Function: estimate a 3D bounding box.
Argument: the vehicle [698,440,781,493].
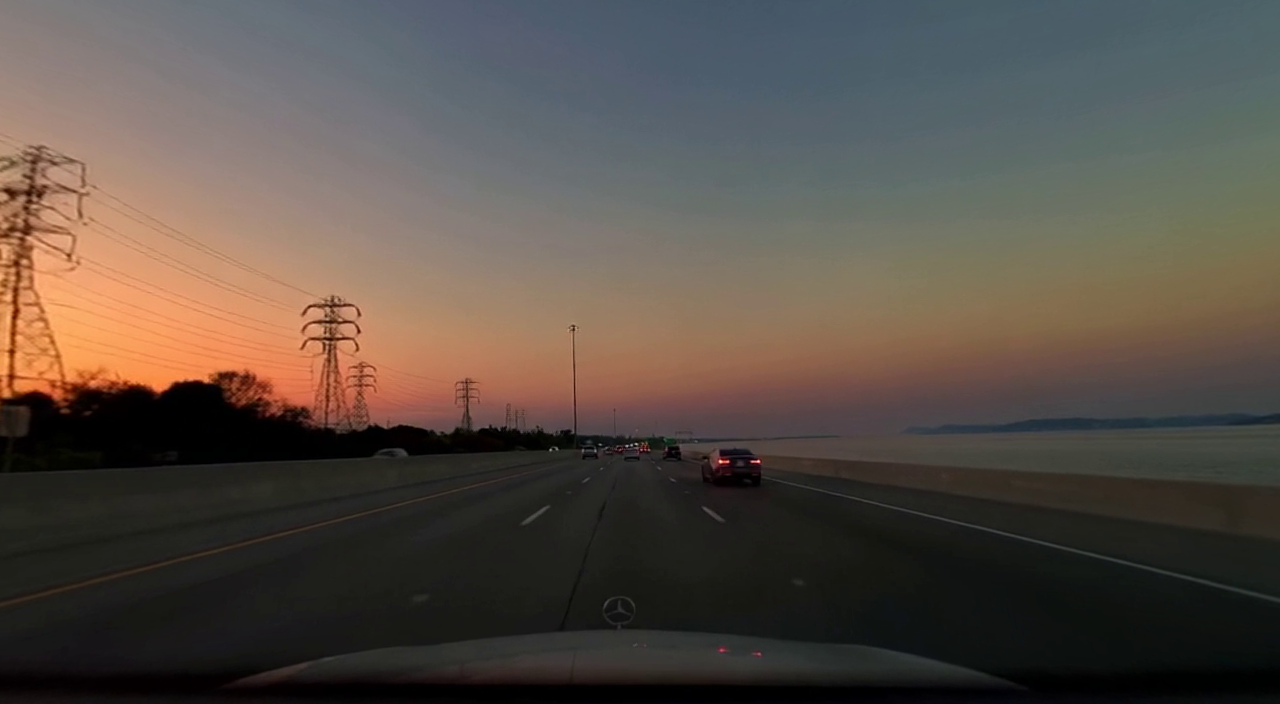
[{"bbox_3d":[3.085,3.647,20.536,1.890,1.490,4.373,0,-9,-2],"label":"vehicle"}]

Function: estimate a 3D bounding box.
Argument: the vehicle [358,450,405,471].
[{"bbox_3d":[-19.277,8.064,47.309,1.755,1.447,4.176,0,-9,0],"label":"vehicle"}]
